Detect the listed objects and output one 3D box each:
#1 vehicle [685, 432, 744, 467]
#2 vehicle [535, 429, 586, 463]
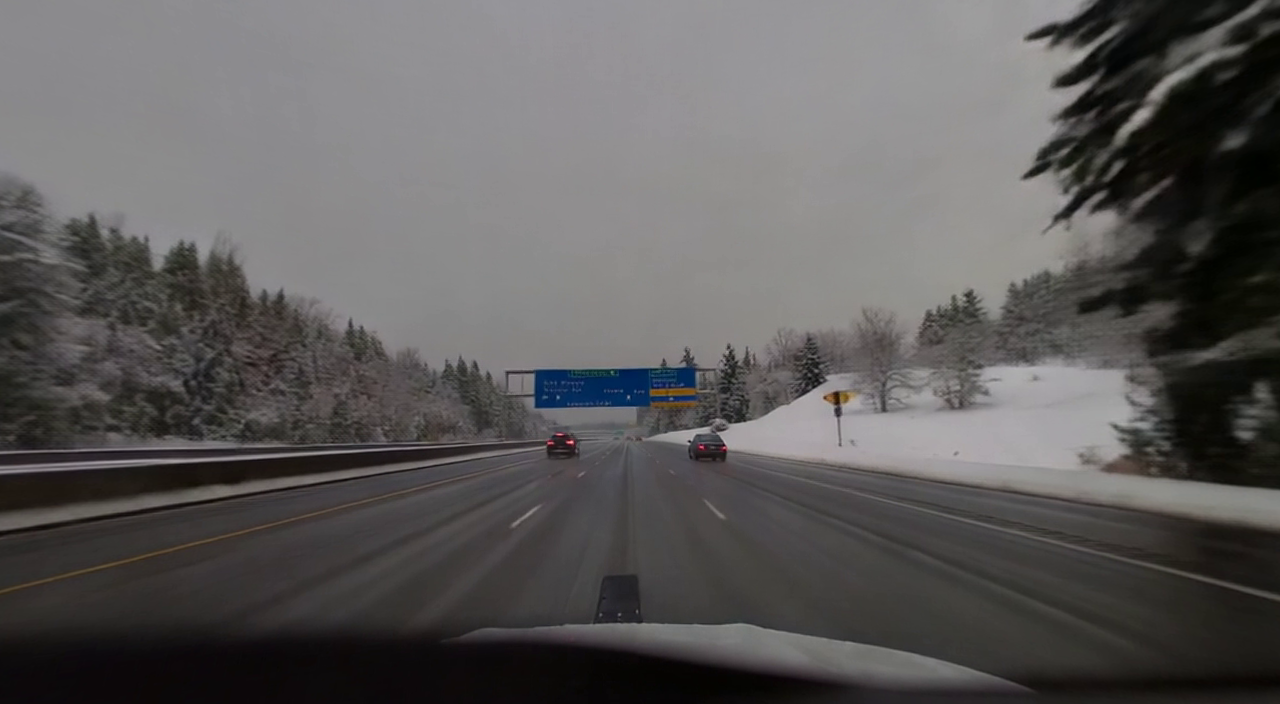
[{"bbox_3d":[3.361,4.508,29.401,2.077,1.523,4.539,0,-8,-2],"label":"vehicle"},{"bbox_3d":[-4.163,4.983,33.461,2.219,1.660,4.153,0,-8,-1],"label":"vehicle"}]
